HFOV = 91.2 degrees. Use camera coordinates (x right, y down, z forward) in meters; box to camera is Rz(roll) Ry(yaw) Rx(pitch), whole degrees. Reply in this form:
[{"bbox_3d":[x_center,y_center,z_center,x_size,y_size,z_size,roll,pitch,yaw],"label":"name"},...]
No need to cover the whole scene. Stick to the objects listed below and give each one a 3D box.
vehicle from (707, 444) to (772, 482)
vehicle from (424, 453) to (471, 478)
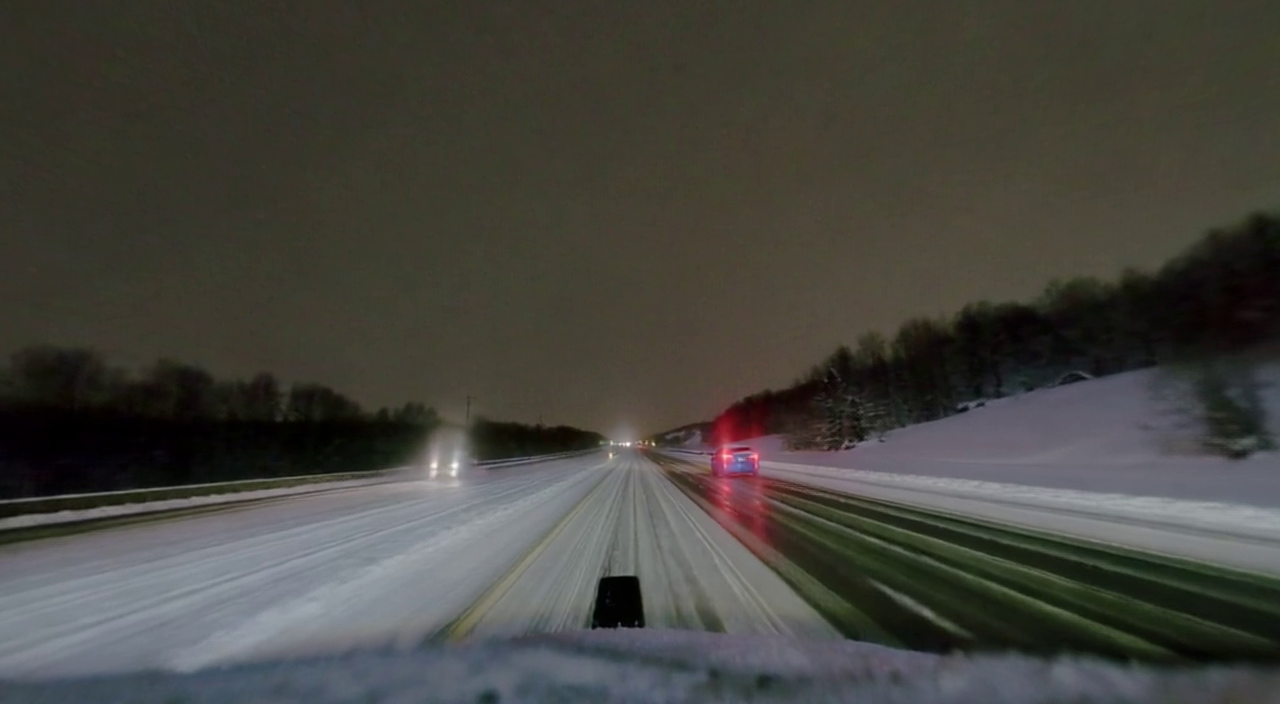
[{"bbox_3d":[4.106,4.671,26.634,1.981,1.440,4.125,0,-9,-1],"label":"vehicle"},{"bbox_3d":[-13.933,8.204,45.650,2.002,1.675,4.474,-1,-9,0],"label":"vehicle"}]
